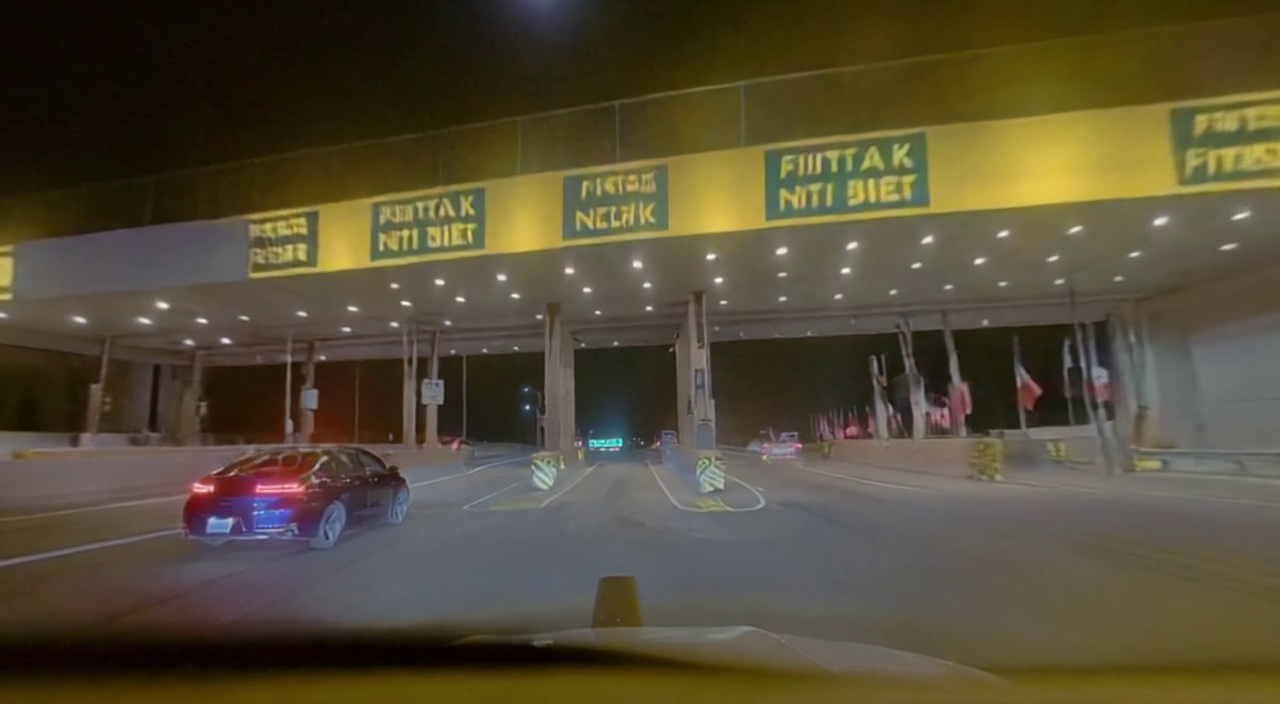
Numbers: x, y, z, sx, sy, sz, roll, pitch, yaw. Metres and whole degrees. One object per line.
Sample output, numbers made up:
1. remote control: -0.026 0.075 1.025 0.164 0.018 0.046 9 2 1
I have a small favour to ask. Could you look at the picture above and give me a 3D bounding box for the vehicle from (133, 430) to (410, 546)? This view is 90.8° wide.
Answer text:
1. vehicle: -5.512 2.053 10.303 1.981 1.465 4.334 0 -8 -1
